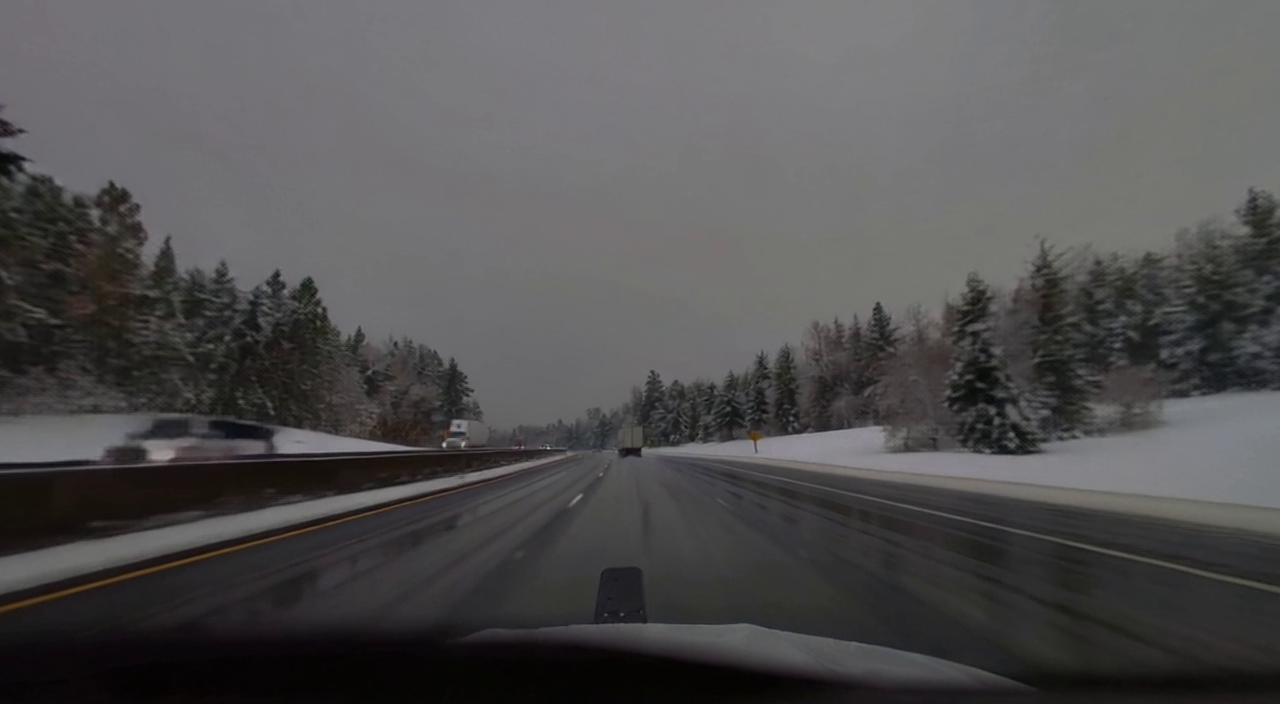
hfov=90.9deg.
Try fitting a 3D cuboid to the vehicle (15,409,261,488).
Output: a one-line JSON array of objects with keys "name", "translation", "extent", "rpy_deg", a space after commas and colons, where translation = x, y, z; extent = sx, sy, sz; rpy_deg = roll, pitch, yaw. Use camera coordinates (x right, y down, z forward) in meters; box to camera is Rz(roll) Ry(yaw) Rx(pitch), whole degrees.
[{"name": "vehicle", "translation": [-12.511, 2.498, 16.341], "extent": [2.220, 1.723, 5.072], "rpy_deg": [0, -9, -1]}]
